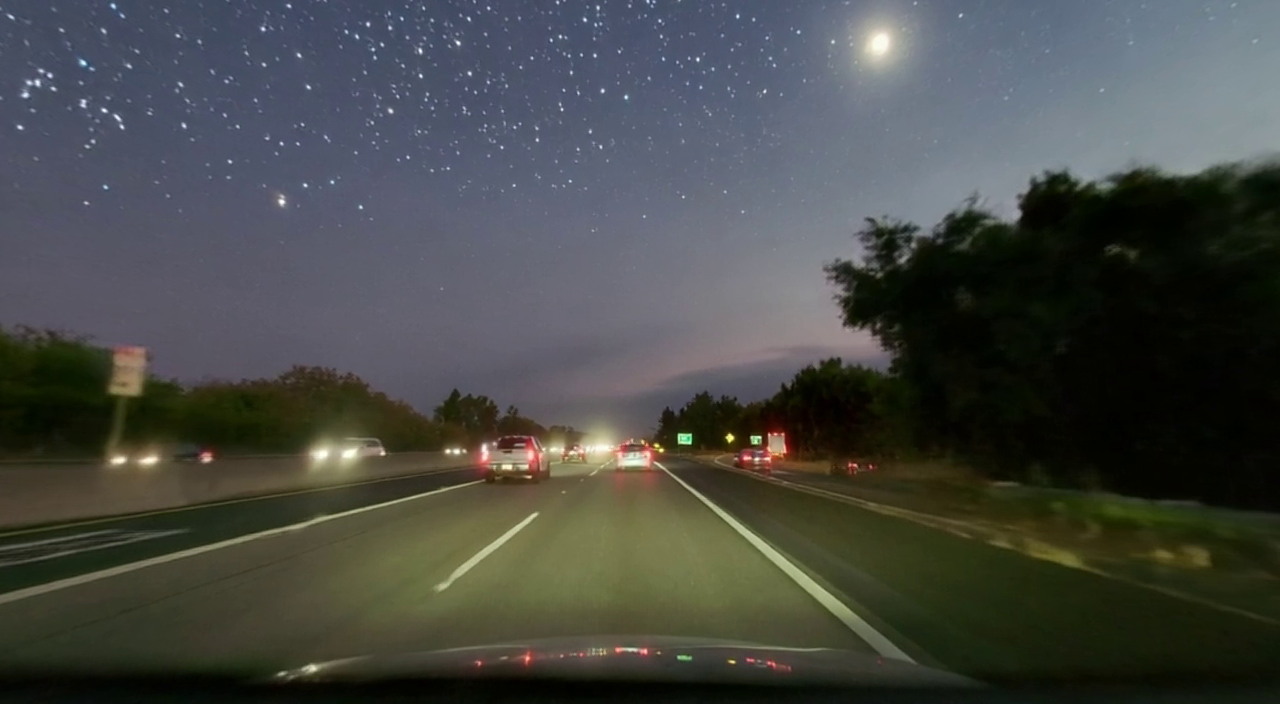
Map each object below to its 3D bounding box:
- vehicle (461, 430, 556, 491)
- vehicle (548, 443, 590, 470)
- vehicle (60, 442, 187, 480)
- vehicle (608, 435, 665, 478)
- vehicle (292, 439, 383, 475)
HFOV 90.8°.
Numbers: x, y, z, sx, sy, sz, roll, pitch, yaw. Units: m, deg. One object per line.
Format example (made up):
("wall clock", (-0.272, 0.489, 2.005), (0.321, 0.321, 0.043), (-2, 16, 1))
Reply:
("vehicle", (-4.051, 3.427, 20.246), (2.044, 1.717, 4.421), (0, -8, 1))
("vehicle", (-4.248, 6.284, 38.387), (2.084, 1.528, 4.094), (0, -8, 0))
("vehicle", (-21.393, 4.498, 26.404), (1.822, 1.467, 4.062), (0, -8, 0))
("vehicle", (-0.176, 4.659, 28.479), (2.378, 1.750, 4.355), (0, -8, -1))
("vehicle", (-17.060, 5.917, 36.020), (2.321, 1.854, 5.620), (0, -8, 1))
